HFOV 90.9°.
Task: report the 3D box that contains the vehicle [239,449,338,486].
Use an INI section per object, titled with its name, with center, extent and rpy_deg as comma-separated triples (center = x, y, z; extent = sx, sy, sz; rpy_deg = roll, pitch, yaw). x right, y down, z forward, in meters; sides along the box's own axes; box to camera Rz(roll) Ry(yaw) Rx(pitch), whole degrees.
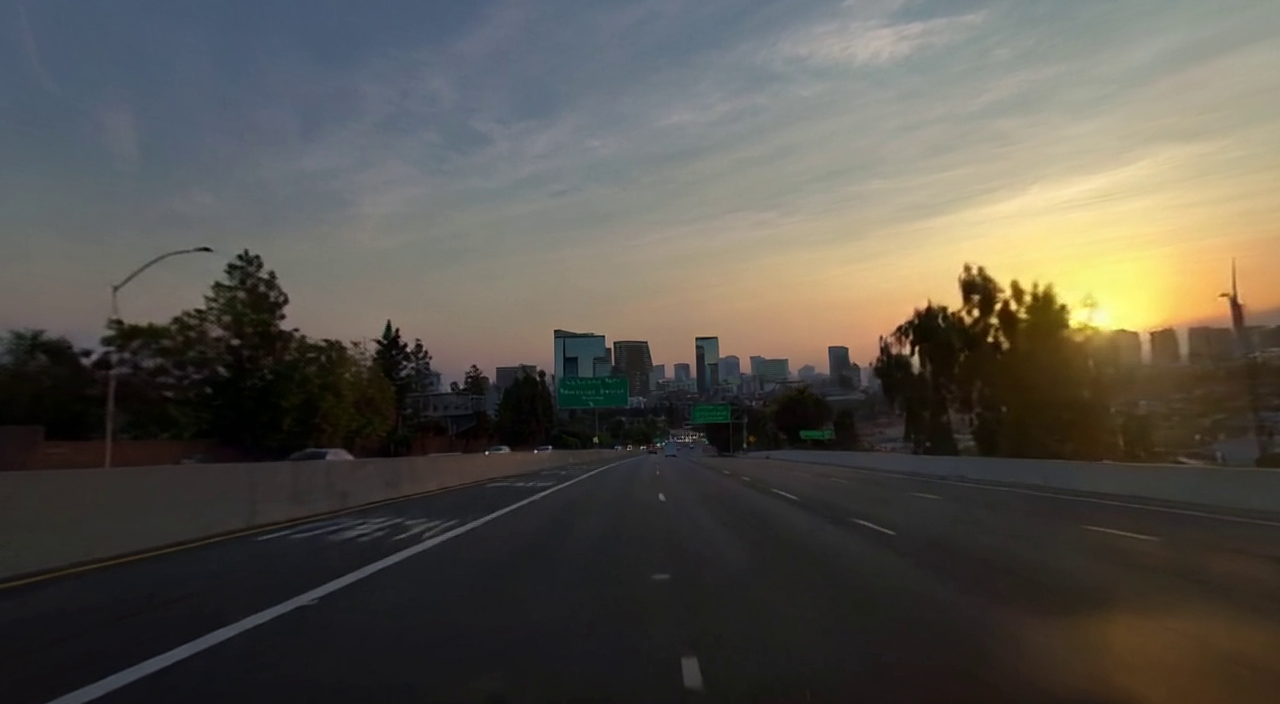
[vehicle]
center = -16.258, 5.326, 29.482
extent = 1.830, 1.527, 4.504
rpy_deg = -1, -8, 4
